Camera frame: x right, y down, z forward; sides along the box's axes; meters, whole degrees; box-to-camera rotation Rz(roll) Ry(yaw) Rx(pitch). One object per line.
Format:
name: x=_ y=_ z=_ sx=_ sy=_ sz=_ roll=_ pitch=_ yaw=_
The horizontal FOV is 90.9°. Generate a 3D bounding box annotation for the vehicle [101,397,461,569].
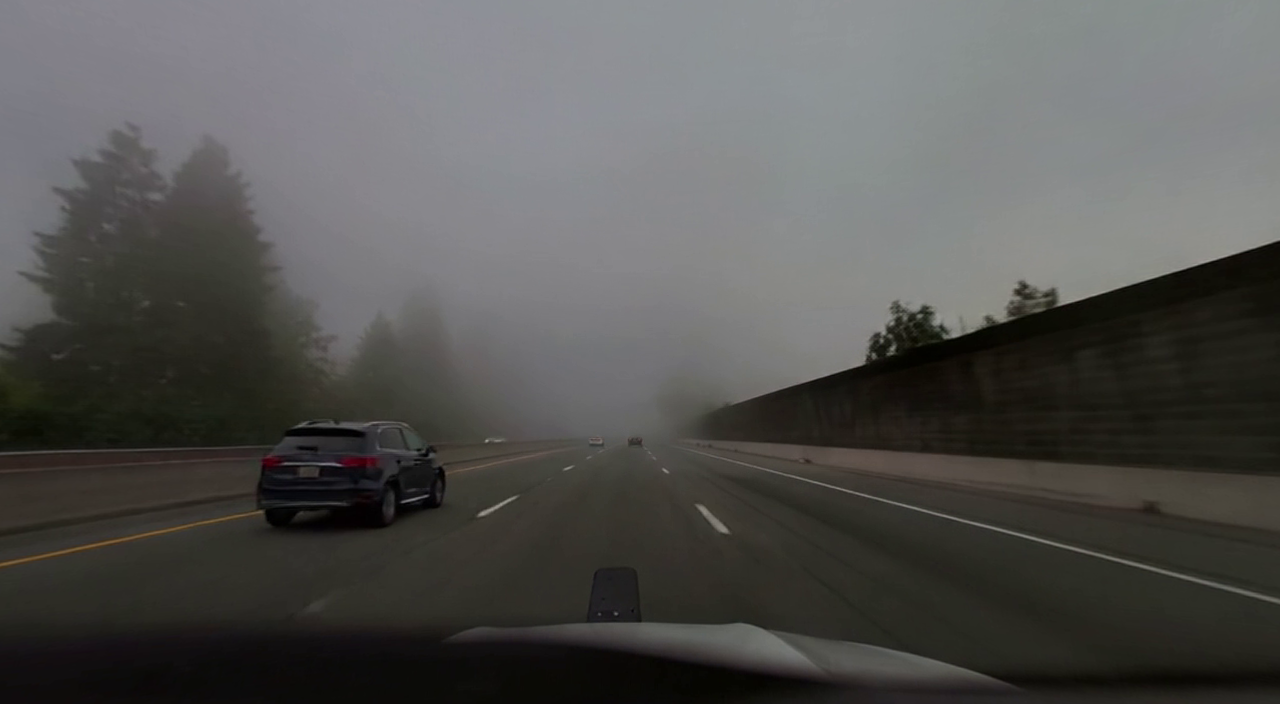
vehicle: x=-4.311 y=1.633 z=8.759 sx=2.306 sy=1.730 sz=4.606 roll=0 pitch=-8 yaw=-1
